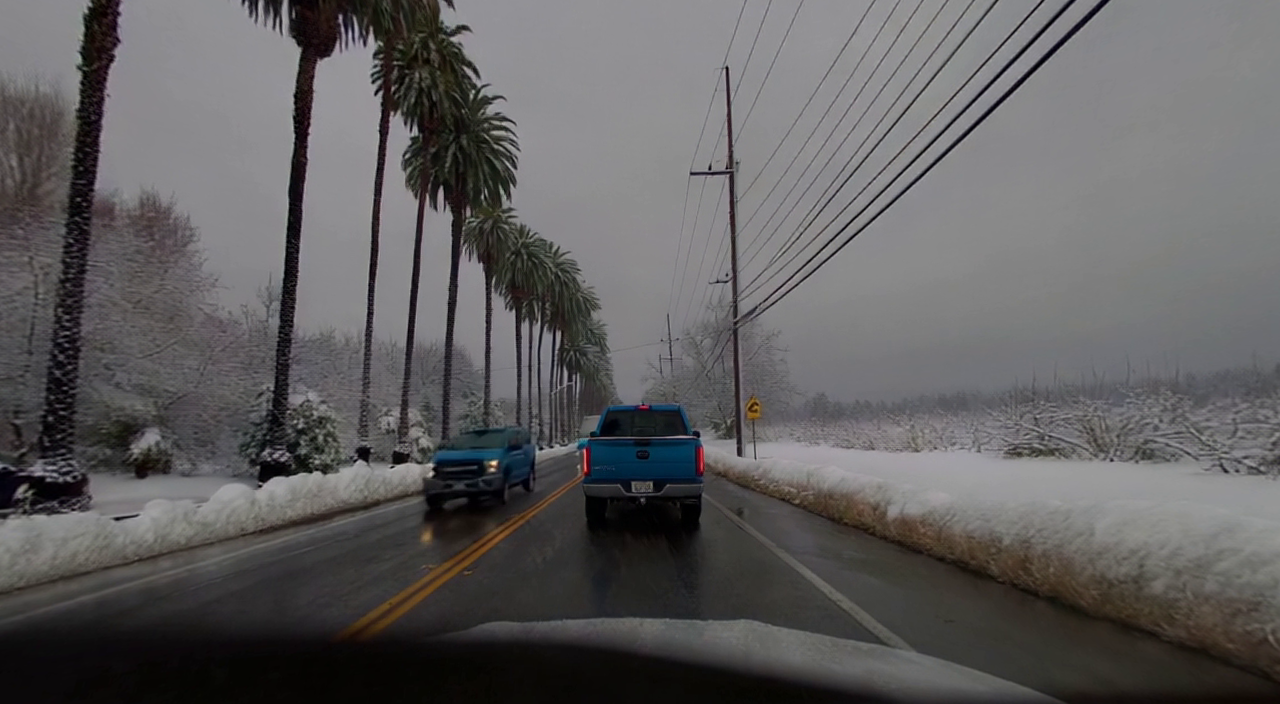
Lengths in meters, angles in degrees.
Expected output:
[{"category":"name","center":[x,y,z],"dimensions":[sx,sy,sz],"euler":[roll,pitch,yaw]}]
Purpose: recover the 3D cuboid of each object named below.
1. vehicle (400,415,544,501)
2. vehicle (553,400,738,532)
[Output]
[{"category":"vehicle","center":[-4.438,2.955,17.867],"dimensions":[2.590,2.032,5.566],"euler":[0,-8,-1]},{"category":"vehicle","center":[0.053,2.177,12.615],"dimensions":[2.803,2.005,5.885],"euler":[0,-8,-1]}]
